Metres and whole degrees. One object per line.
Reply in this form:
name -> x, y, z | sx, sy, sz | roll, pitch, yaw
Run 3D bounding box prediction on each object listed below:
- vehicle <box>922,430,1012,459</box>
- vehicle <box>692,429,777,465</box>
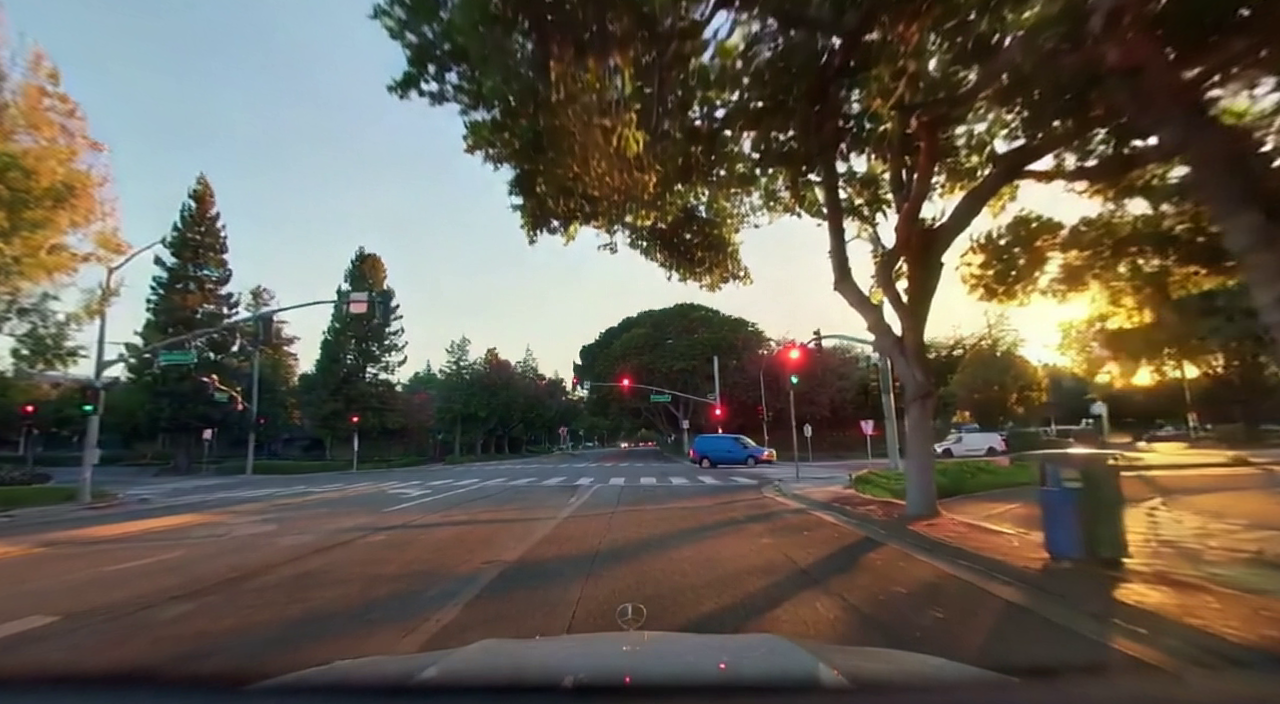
vehicle -> 21.306, 6.065, 41.198 | 4.790, 1.798, 1.909 | 0, -8, 1
vehicle -> 5.534, 5.559, 36.915 | 4.536, 1.965, 1.780 | -4, -9, 26
